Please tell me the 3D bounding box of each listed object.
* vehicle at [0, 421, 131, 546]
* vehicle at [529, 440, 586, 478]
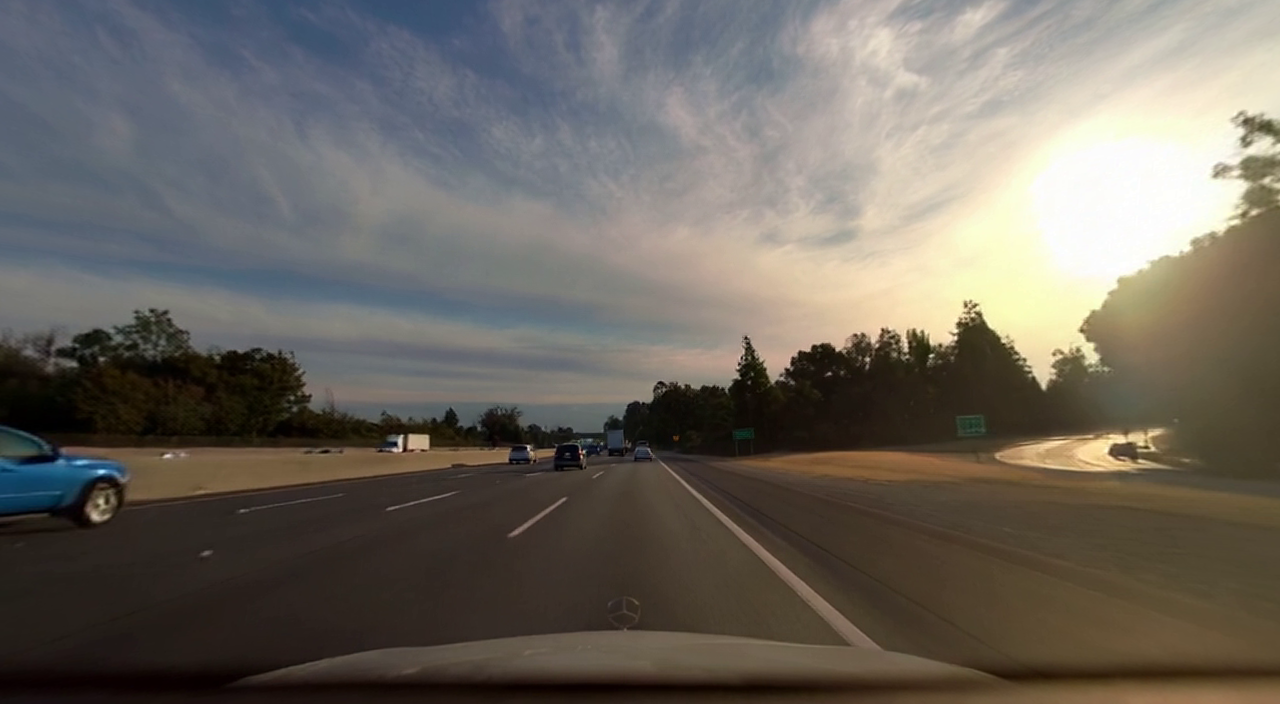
[{"bbox_3d":[-10.177,1.793,8.424,2.146,1.764,5.510,0,-9,-1],"label":"vehicle"},{"bbox_3d":[-3.852,5.085,30.150,2.094,1.695,4.260,0,-9,1],"label":"vehicle"}]
